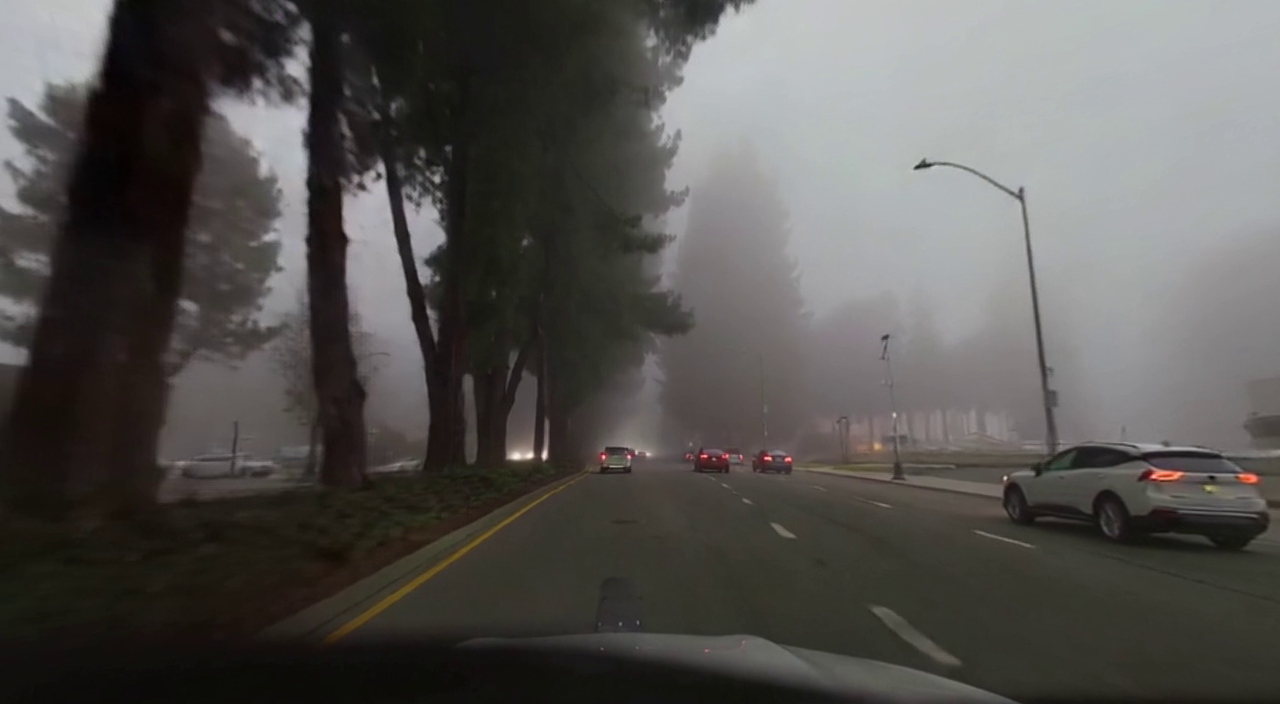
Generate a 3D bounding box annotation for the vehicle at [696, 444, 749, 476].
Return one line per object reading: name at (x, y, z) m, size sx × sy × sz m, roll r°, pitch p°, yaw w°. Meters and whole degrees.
vehicle at (3.952, 5.230, 30.918) m, size 2.020 × 1.472 × 3.958 m, roll 0°, pitch -8°, yaw -1°

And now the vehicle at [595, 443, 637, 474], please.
vehicle at (-1.254, 5.510, 32.900) m, size 2.077 × 1.477 × 3.897 m, roll 0°, pitch -8°, yaw -2°

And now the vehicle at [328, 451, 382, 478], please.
vehicle at (-20.065, 7.903, 44.722) m, size 2.013 × 1.655 × 4.604 m, roll -2°, pitch -8°, yaw -4°

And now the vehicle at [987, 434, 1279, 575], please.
vehicle at (7.335, 1.993, 9.220) m, size 1.888 × 1.508 × 4.646 m, roll 0°, pitch -8°, yaw 0°

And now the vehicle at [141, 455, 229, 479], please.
vehicle at (-29.522, 7.447, 41.059) m, size 4.320 × 1.459 × 1.860 m, roll 0°, pitch -8°, yaw 3°

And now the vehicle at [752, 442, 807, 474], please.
vehicle at (7.669, 5.850, 35.159) m, size 1.945 × 1.687 × 4.292 m, roll 0°, pitch -8°, yaw -2°
